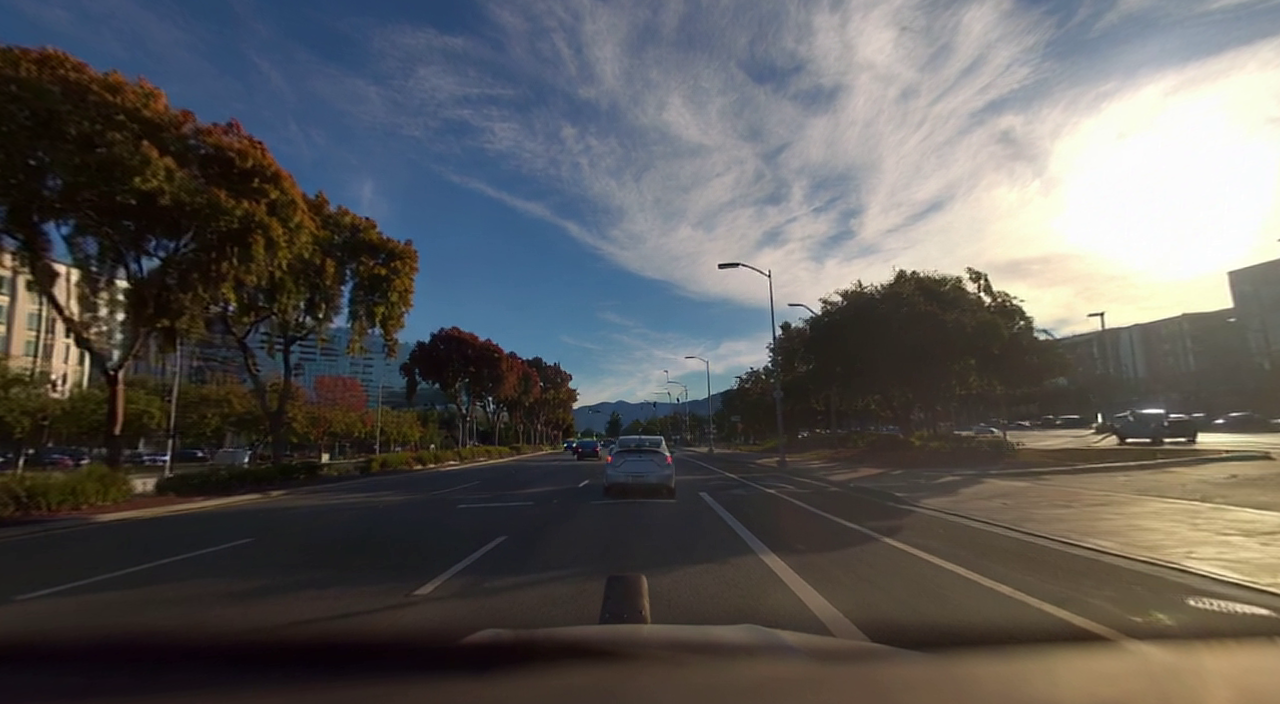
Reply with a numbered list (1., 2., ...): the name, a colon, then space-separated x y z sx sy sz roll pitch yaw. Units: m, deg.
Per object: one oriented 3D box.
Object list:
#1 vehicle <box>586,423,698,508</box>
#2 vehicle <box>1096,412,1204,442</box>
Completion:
1. vehicle: 0.054 2.532 14.536 2.199 1.652 4.101 0 -8 1
2. vehicle: 31.900 4.761 39.680 4.903 1.767 2.105 -5 -10 31
